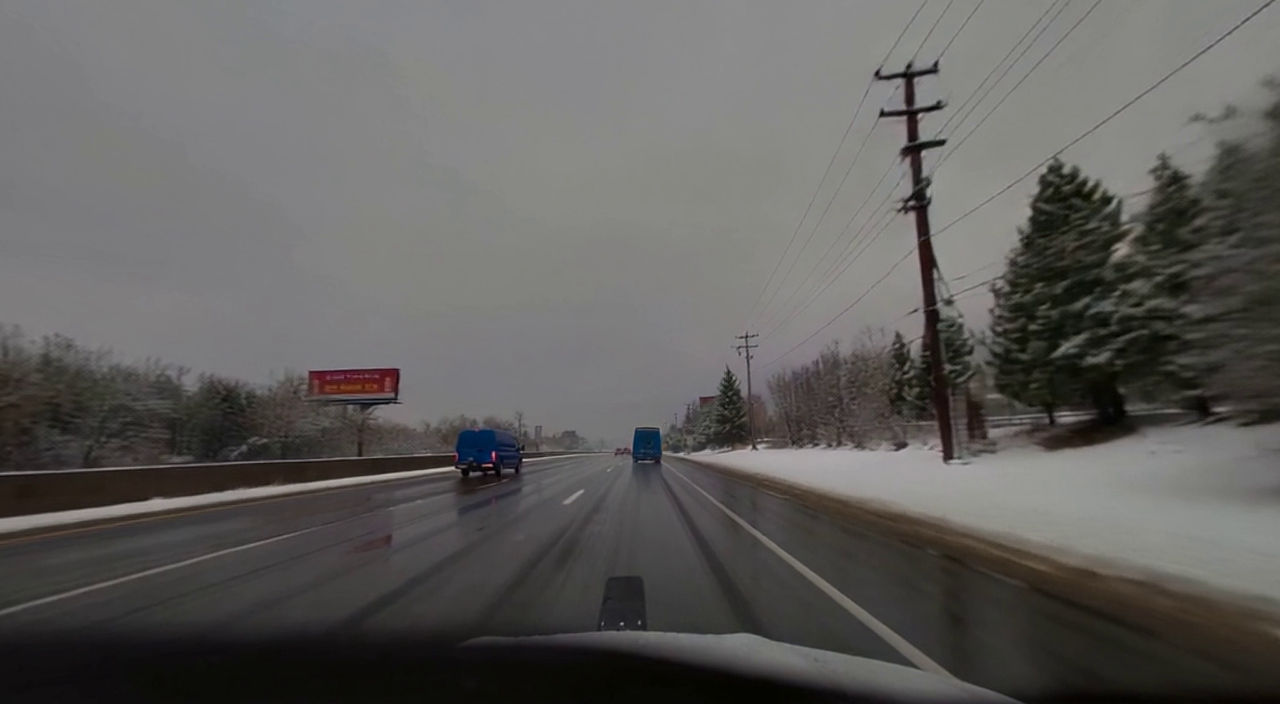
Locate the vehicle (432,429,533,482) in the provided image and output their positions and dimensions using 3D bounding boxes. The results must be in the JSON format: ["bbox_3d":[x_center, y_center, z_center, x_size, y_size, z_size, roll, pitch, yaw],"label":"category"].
[{"bbox_3d":[-6.848,4.630,28.479,2.695,2.084,6.836,0,-8,1],"label":"vehicle"}]

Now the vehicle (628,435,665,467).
[{"bbox_3d":[0.473,7.511,47.918,2.692,2.279,5.695,0,-8,0],"label":"vehicle"}]
